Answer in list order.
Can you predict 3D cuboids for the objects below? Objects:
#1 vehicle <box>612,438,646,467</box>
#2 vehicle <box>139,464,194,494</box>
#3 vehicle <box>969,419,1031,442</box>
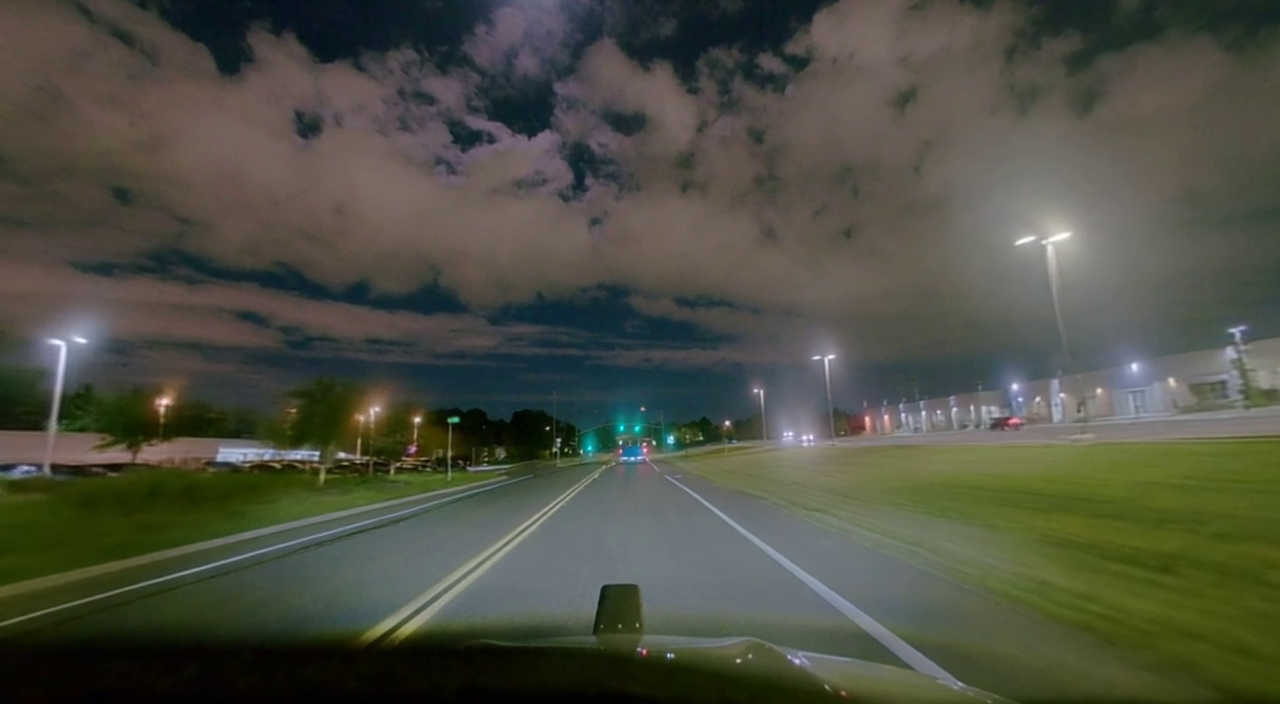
[{"bbox_3d":[-0.889,7.855,49.593,2.556,2.063,5.578,0,-8,-1],"label":"vehicle"},{"bbox_3d":[-27.358,7.270,36.438,1.896,1.481,4.448,8,-11,-42],"label":"vehicle"},{"bbox_3d":[25.448,5.612,44.784,1.816,1.517,3.920,1,-8,-6],"label":"vehicle"}]
